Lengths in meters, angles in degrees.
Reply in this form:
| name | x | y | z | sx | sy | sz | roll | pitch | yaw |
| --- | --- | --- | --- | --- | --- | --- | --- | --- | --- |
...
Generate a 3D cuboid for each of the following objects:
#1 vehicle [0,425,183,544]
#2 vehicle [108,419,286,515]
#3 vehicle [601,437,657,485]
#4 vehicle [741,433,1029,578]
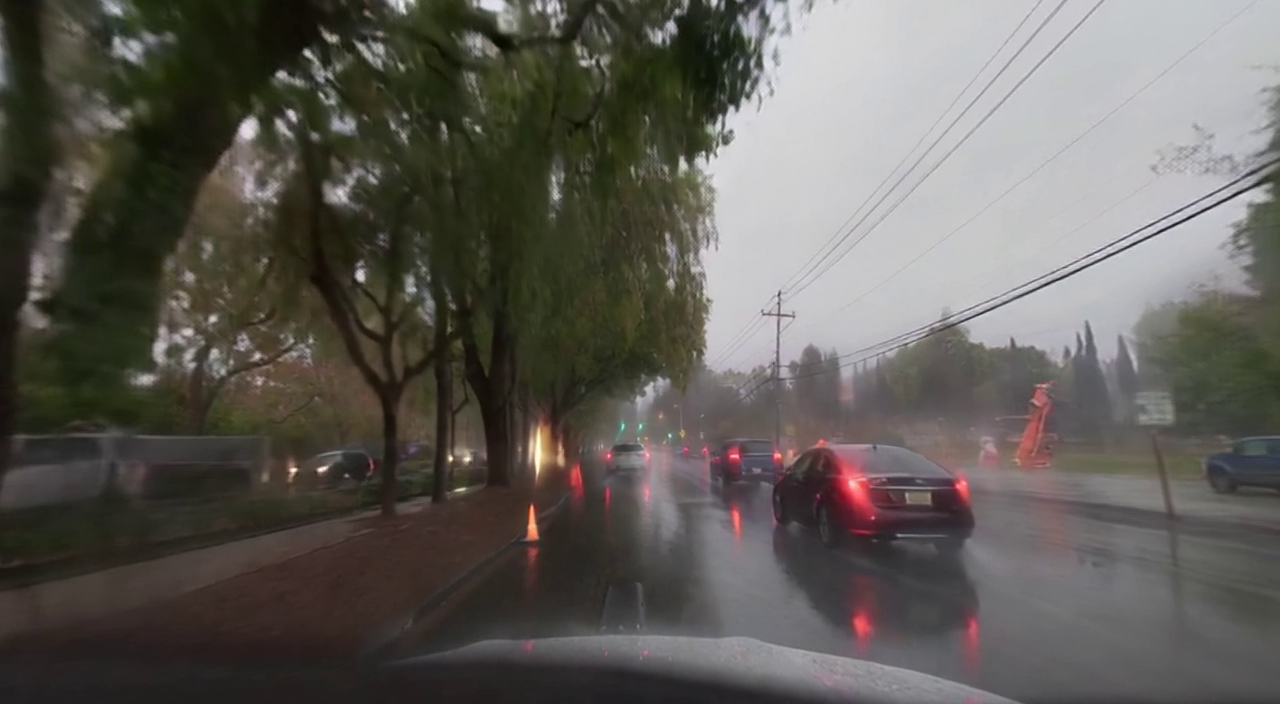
| name | x | y | z | sx | sy | sz | roll | pitch | yaw |
| --- | --- | --- | --- | --- | --- | --- | --- | --- | --- |
| vehicle | -12.515 | 2.573 | 12.712 | 2.223 | 2.091 | 6.044 | -1 | -8 | -1 |
| vehicle | -12.495 | 3.227 | 18.201 | 2.254 | 2.412 | 3.760 | -1 | -8 | 1 |
| vehicle | -0.418 | 4.322 | 25.352 | 2.050 | 1.745 | 3.915 | -1 | -8 | 0 |
| vehicle | 2.927 | 1.918 | 8.894 | 1.977 | 1.460 | 4.565 | 0 | -8 | -4 |
